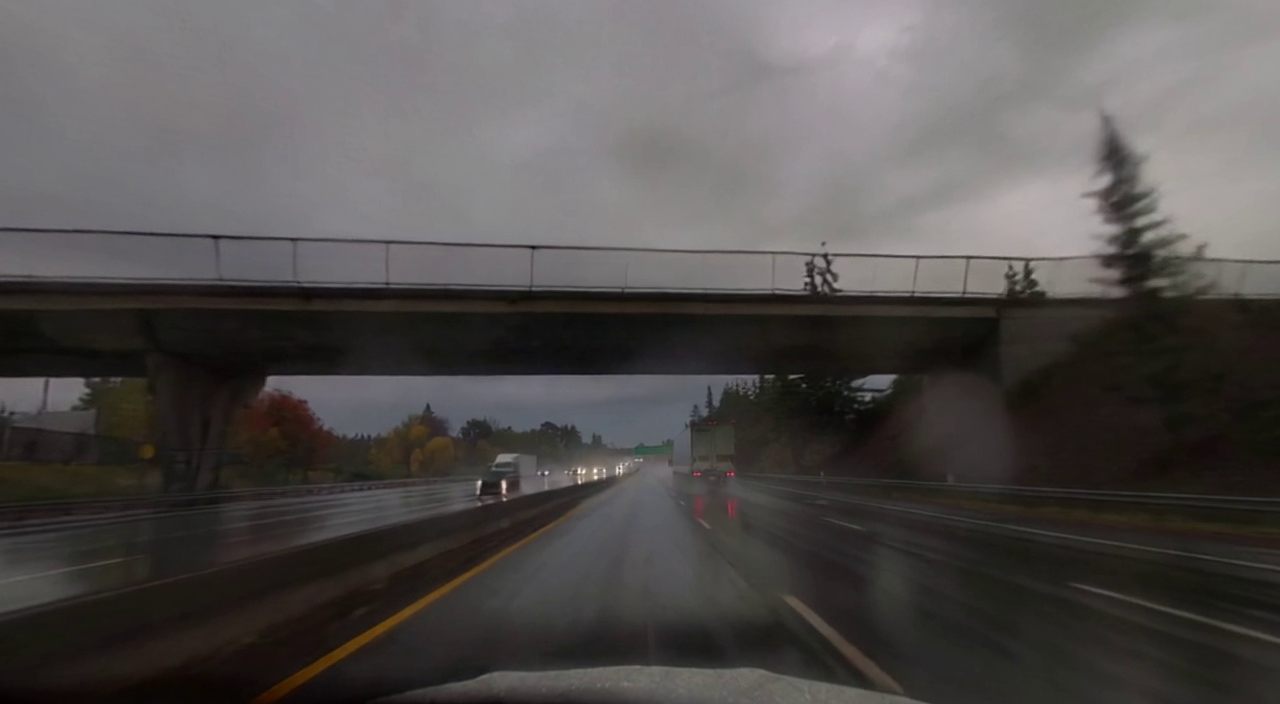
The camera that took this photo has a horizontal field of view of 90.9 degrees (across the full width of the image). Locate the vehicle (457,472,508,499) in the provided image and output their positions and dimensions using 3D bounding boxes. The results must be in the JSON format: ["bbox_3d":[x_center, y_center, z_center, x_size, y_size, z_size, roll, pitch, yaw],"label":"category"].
[{"bbox_3d":[-9.234,7.852,37.234,1.863,1.465,4.034,0,-11,1],"label":"vehicle"}]

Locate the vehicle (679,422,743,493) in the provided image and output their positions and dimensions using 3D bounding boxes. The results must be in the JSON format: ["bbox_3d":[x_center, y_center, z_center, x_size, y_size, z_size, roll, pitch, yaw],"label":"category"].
[{"bbox_3d":[4.430,7.139,42.212,3.054,4.005,11.895,0,-11,0],"label":"vehicle"}]
